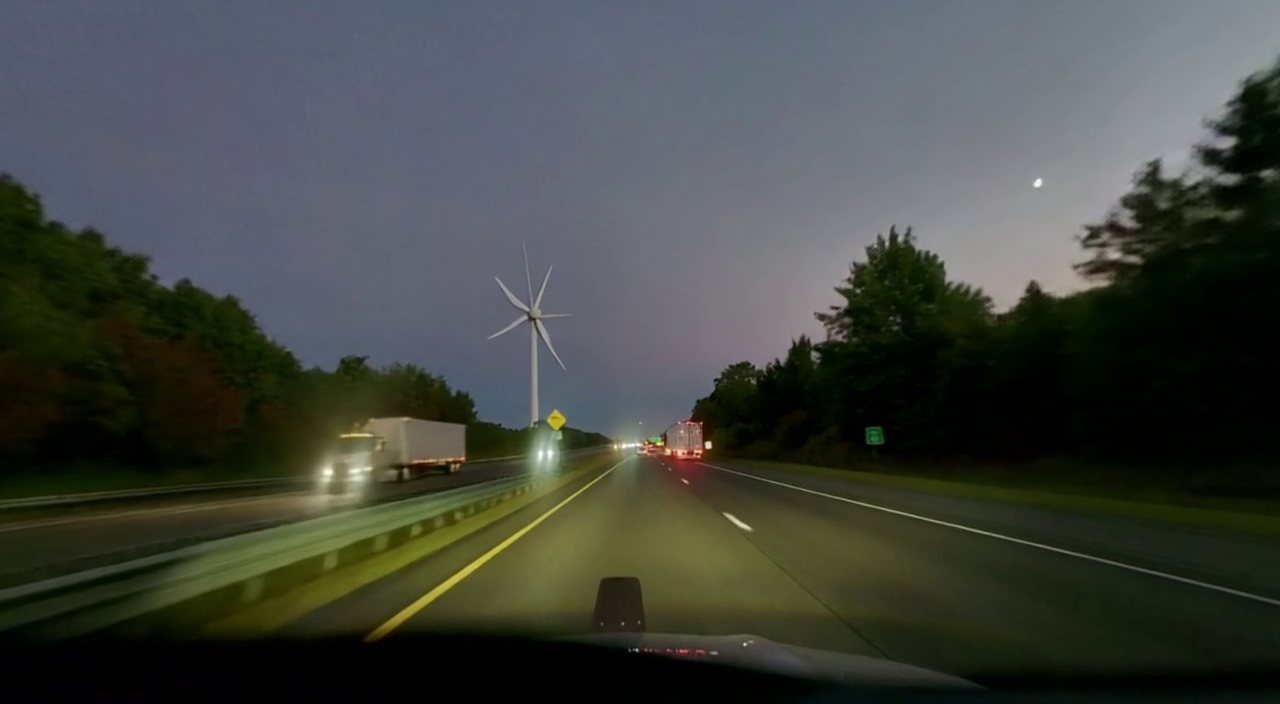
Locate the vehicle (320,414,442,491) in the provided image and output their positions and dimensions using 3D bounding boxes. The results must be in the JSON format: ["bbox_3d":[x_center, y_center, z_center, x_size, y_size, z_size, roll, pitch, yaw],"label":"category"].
[{"bbox_3d":[-12.753,5.073,31.882,2.829,3.363,7.469,0,-9,1],"label":"vehicle"}]
